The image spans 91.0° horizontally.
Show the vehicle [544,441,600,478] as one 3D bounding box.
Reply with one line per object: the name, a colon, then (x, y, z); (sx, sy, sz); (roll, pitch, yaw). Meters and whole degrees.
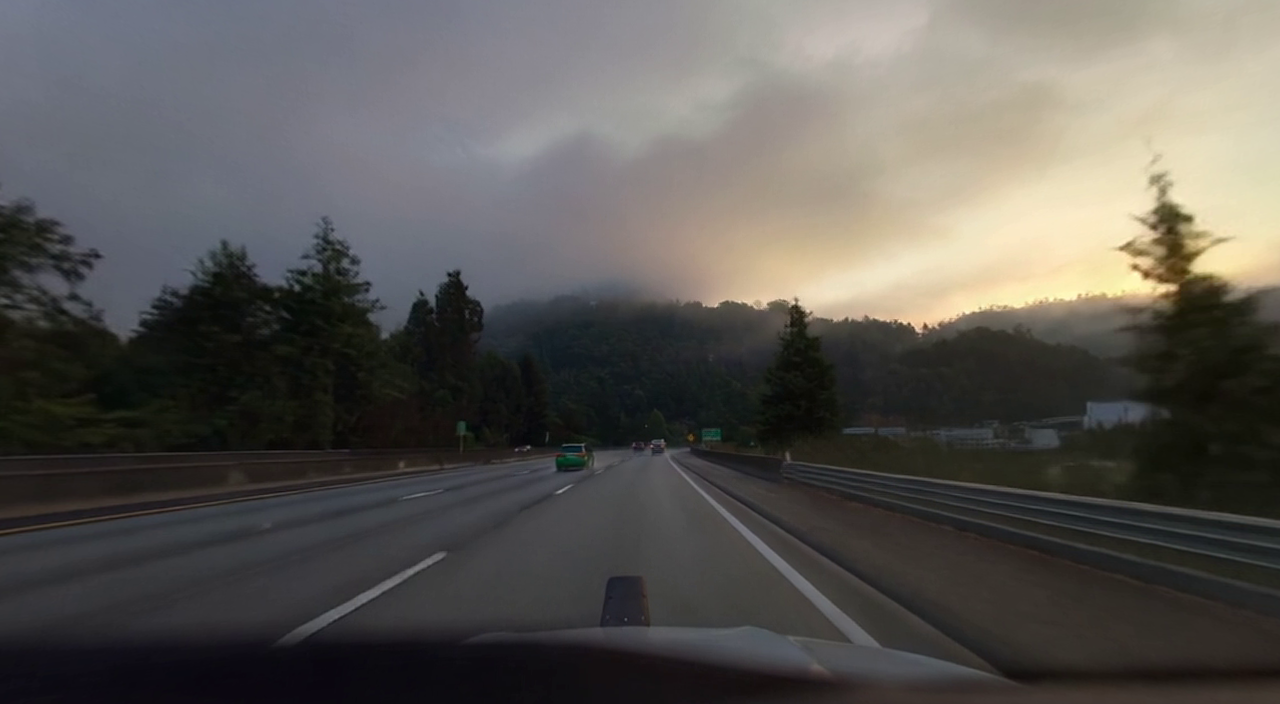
vehicle: (-3.026, 4.862, 28.838); (2.015, 1.561, 4.469); (0, -8, 1)
